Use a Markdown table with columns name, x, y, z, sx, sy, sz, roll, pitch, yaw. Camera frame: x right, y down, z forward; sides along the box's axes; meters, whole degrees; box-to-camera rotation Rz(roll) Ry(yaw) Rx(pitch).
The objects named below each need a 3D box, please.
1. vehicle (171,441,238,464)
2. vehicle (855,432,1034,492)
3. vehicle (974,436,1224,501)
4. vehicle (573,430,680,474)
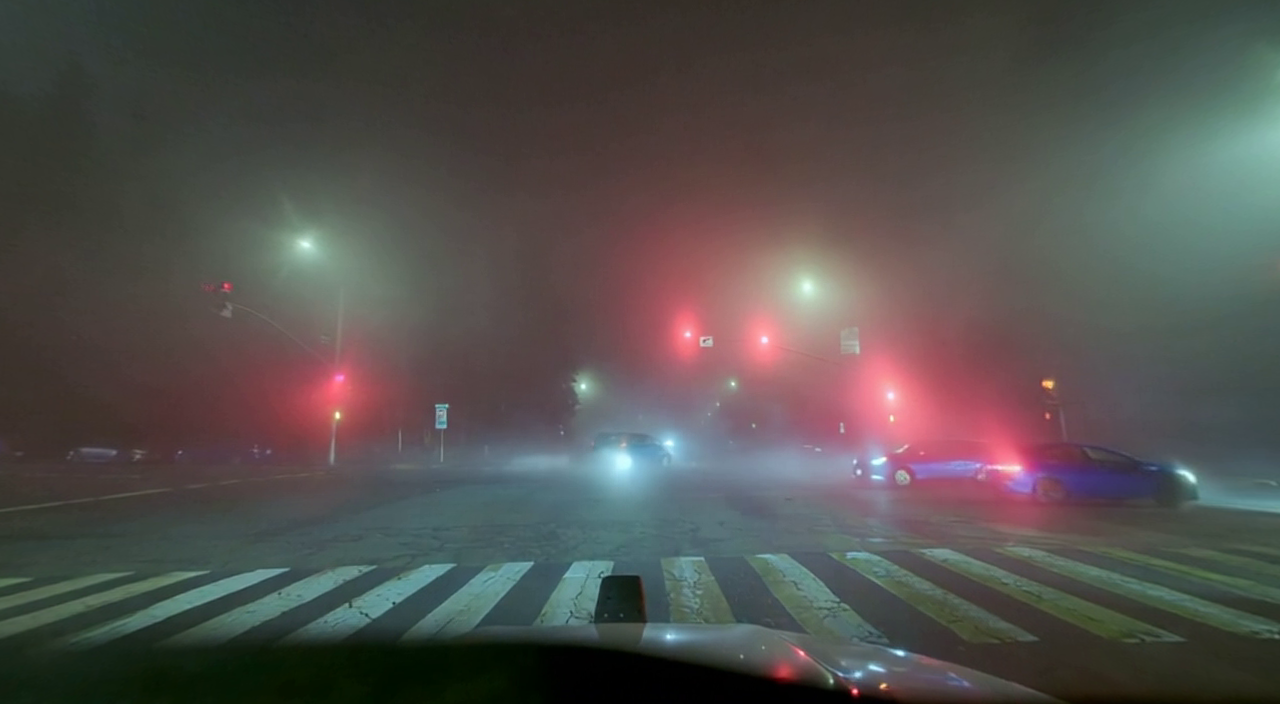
| name | x | y | z | sx | sy | sz | roll | pitch | yaw |
| --- | --- | --- | --- | --- | --- | --- | --- | --- | --- |
| vehicle | -29.105 | 6.699 | 42.040 | 1.696 | 1.431 | 3.686 | -1 | -8 | 3 |
| vehicle | 9.591 | 3.463 | 20.059 | 4.580 | 1.768 | 2.134 | 0 | -8 | -3 |
| vehicle | 11.891 | 3.029 | 16.545 | 5.000 | 1.559 | 1.960 | 0 | -8 | 0 |
| vehicle | -0.532 | 4.316 | 27.293 | 4.346 | 1.753 | 1.994 | 7 | -11 | -40 |
